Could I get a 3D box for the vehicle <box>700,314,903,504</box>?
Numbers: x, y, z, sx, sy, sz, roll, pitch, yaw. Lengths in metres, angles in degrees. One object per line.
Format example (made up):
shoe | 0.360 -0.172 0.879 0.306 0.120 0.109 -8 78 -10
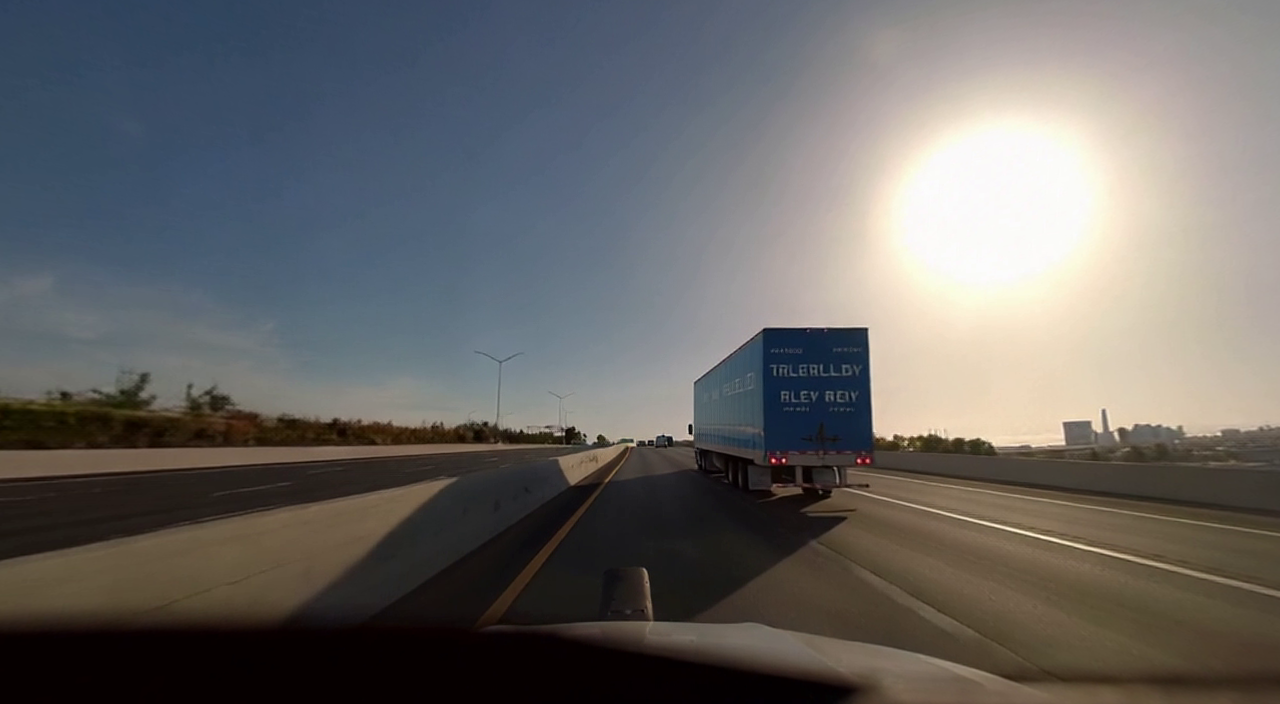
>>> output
vehicle | 4.098 2.196 20.564 3.006 4.093 14.142 0 -8 0
